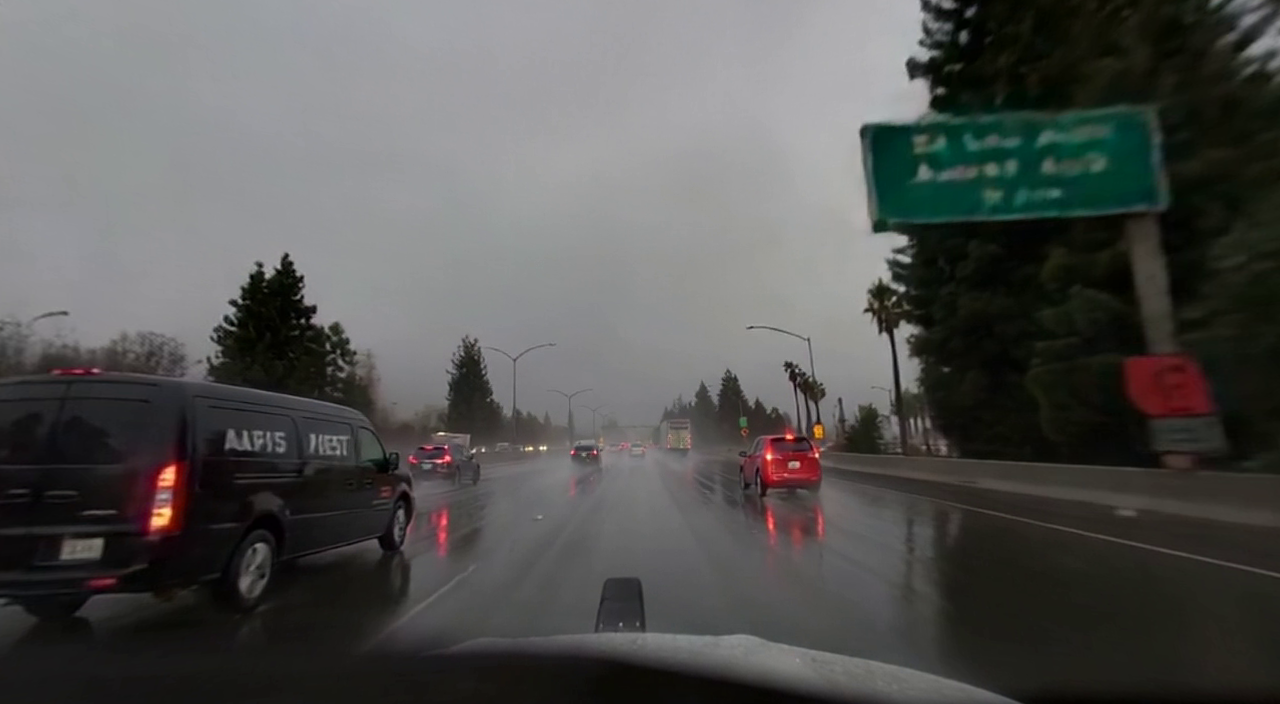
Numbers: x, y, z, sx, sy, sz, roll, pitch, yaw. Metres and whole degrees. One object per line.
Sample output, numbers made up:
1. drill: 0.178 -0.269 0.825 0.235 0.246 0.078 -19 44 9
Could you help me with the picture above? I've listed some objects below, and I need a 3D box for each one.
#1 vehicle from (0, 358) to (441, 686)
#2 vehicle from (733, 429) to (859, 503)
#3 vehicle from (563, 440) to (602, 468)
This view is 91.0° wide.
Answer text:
1. vehicle: -3.993 1.362 6.333 2.215 1.859 5.375 0 -9 0
2. vehicle: 3.867 2.928 16.563 2.124 1.674 4.494 0 -9 -1
3. vehicle: -3.645 6.552 40.475 2.017 1.683 4.094 0 -9 1
